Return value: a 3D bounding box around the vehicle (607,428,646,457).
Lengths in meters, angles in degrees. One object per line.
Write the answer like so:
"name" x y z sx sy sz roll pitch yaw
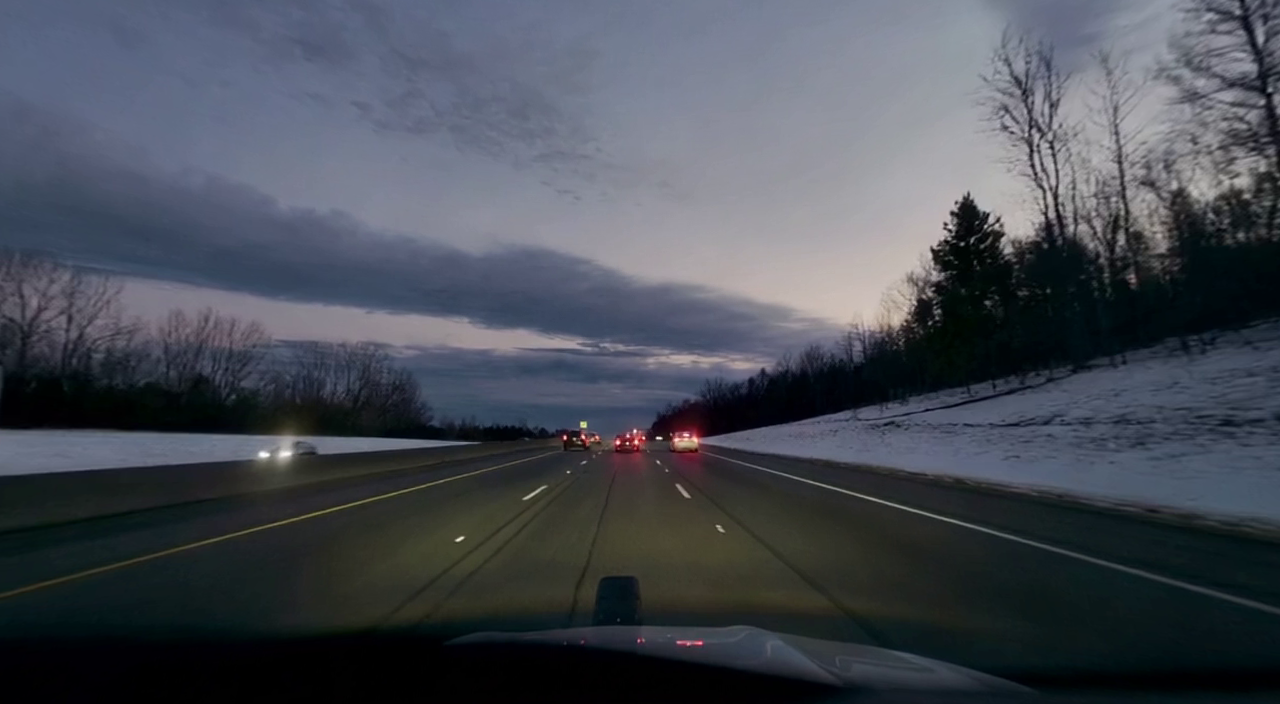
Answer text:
"vehicle" -0.809 5.439 37.908 2.182 1.680 4.253 0 -8 -1

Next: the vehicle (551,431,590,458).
"vehicle" -4.230 5.662 38.732 2.041 1.546 4.080 0 -8 -1

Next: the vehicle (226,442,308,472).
"vehicle" -21.281 5.982 36.129 1.869 1.532 4.584 0 -8 0

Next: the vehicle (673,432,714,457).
"vehicle" 3.284 5.753 39.368 2.056 1.479 4.660 0 -8 -1
